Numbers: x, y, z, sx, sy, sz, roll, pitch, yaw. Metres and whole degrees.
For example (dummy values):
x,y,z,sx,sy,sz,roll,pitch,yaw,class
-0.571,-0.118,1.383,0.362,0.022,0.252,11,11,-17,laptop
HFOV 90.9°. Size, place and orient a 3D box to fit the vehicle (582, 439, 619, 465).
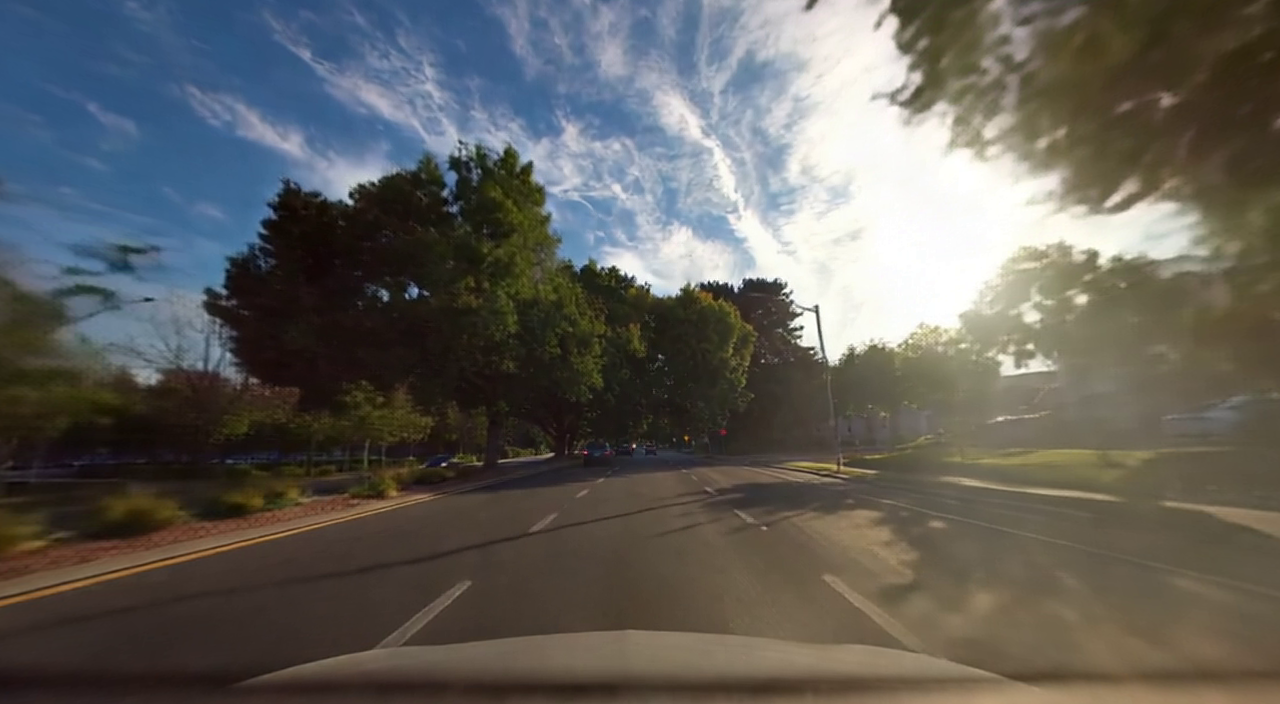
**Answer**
x,y,z,sx,sy,sz,roll,pitch,yaw,class
-2.735,7.117,45.041,2.283,1.716,4.395,0,-8,1,vehicle
